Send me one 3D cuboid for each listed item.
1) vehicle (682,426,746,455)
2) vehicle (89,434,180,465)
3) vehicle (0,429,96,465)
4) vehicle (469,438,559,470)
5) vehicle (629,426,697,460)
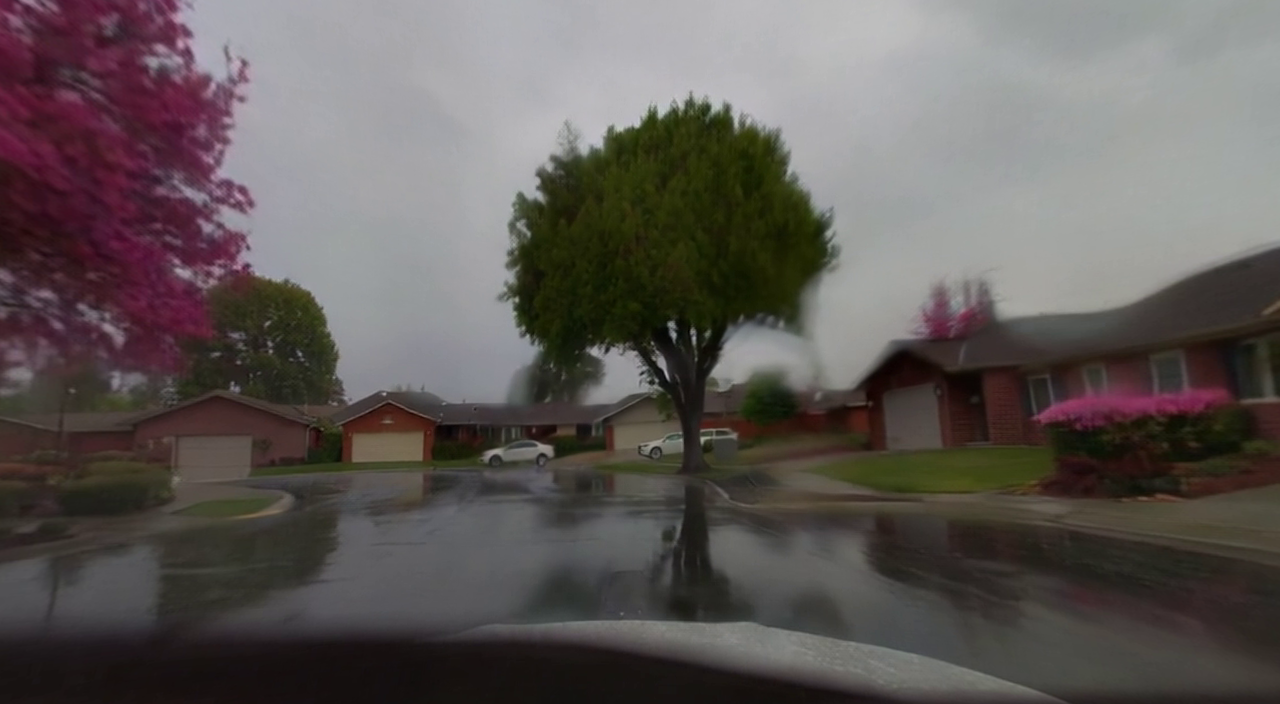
[{"bbox_3d":[4.894,5.818,41.318,2.152,1.773,4.495,-7,-11,37],"label":"vehicle"},{"bbox_3d":[-29.518,5.679,36.904,4.237,1.728,2.203,-3,-9,22],"label":"vehicle"},{"bbox_3d":[-30.016,4.684,31.144,4.435,1.707,2.046,0,-9,2],"label":"vehicle"},{"bbox_3d":[-7.445,6.079,37.608,4.815,1.827,2.147,-1,-9,5],"label":"vehicle"},{"bbox_3d":[1.540,5.951,41.428,2.310,1.701,4.280,-7,-5,37],"label":"vehicle"}]
